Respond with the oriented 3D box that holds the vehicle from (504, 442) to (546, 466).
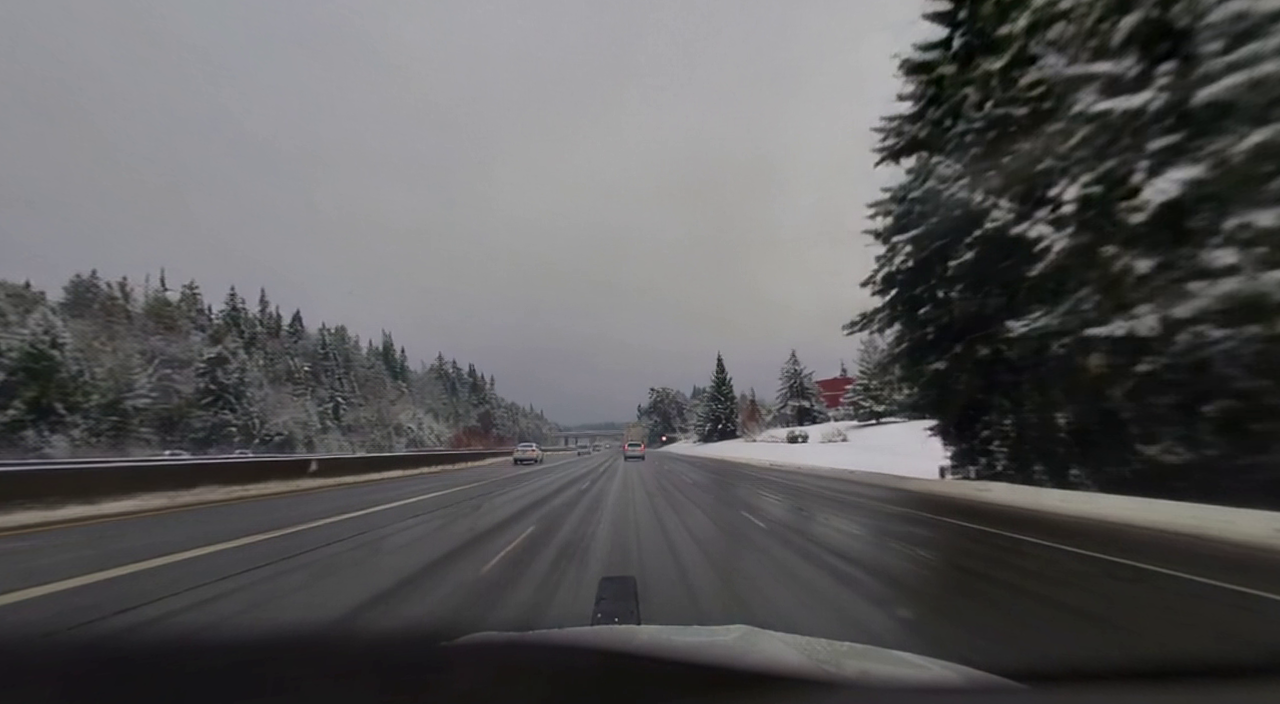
[{"bbox_3d":[-7.847,6.997,43.456,1.991,1.572,4.314,0,-9,0],"label":"vehicle"}]
